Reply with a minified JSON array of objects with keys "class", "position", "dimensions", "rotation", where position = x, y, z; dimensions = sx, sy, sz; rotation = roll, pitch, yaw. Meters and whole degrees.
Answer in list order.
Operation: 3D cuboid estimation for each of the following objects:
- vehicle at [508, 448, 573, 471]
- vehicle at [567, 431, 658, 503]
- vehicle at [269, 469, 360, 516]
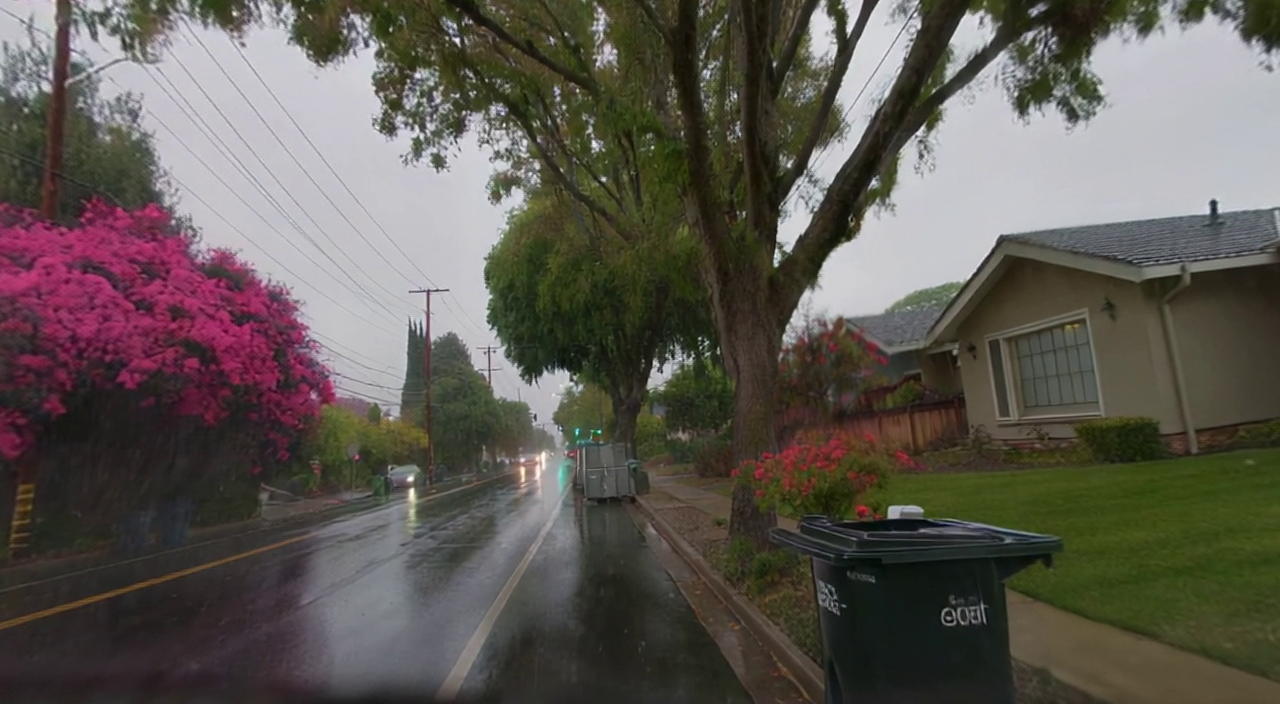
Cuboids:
[{"class":"vehicle","position":[-7.766,8.333,49.199],"dimensions":[4.723,1.679,2.218],"rotation":[2,-9,-18]},{"class":"vehicle","position":[-0.825,3.079,17.388],"dimensions":[2.190,1.708,4.115],"rotation":[0,-8,-4]},{"class":"vehicle","position":[-13.758,5.921,26.979],"dimensions":[1.982,1.660,4.142],"rotation":[1,-8,-6]}]
